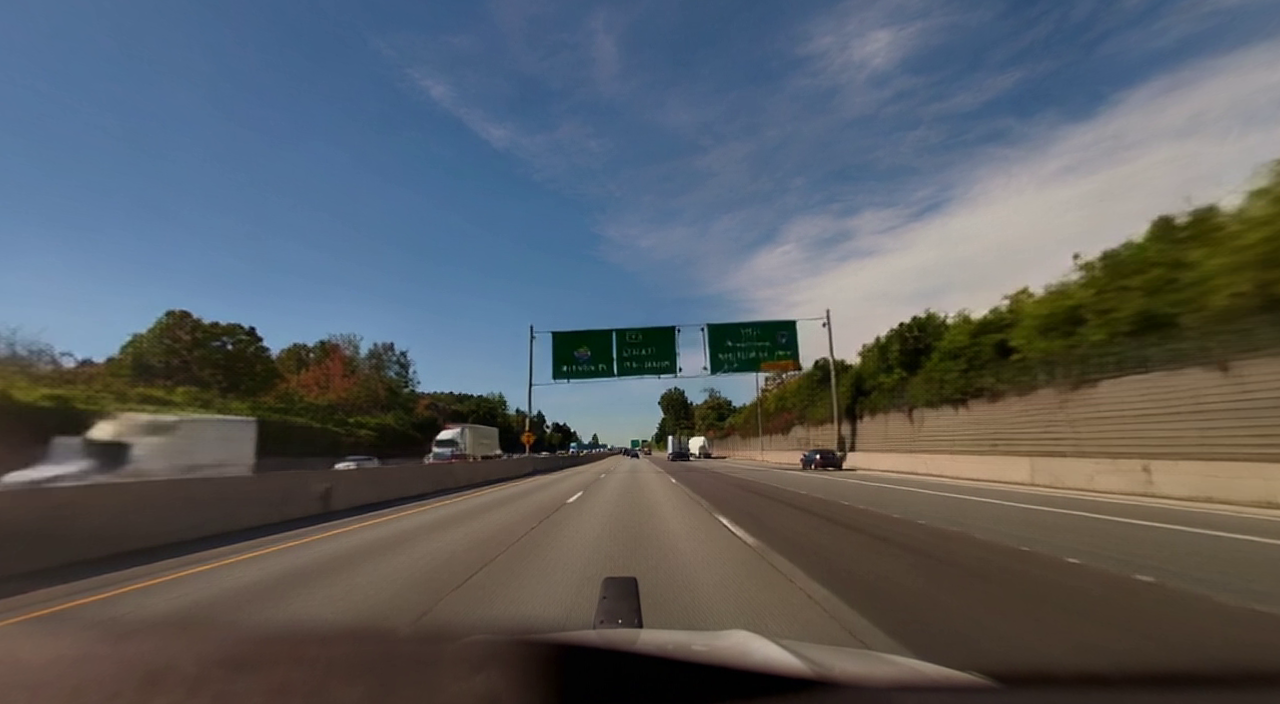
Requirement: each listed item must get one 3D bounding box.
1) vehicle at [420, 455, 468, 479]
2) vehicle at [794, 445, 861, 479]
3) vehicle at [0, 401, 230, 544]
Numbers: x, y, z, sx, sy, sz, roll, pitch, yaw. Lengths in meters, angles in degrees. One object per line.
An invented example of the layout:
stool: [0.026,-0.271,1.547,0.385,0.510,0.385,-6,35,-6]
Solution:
vehicle: [-13.626,7.972,43.834,2.084,1.517,3.896,0,-9,0]
vehicle: [9.646,5.677,32.773,1.950,1.632,4.845,0,-9,-1]
vehicle: [-13.211,2.711,14.707,2.487,2.645,6.936,0,-9,0]
